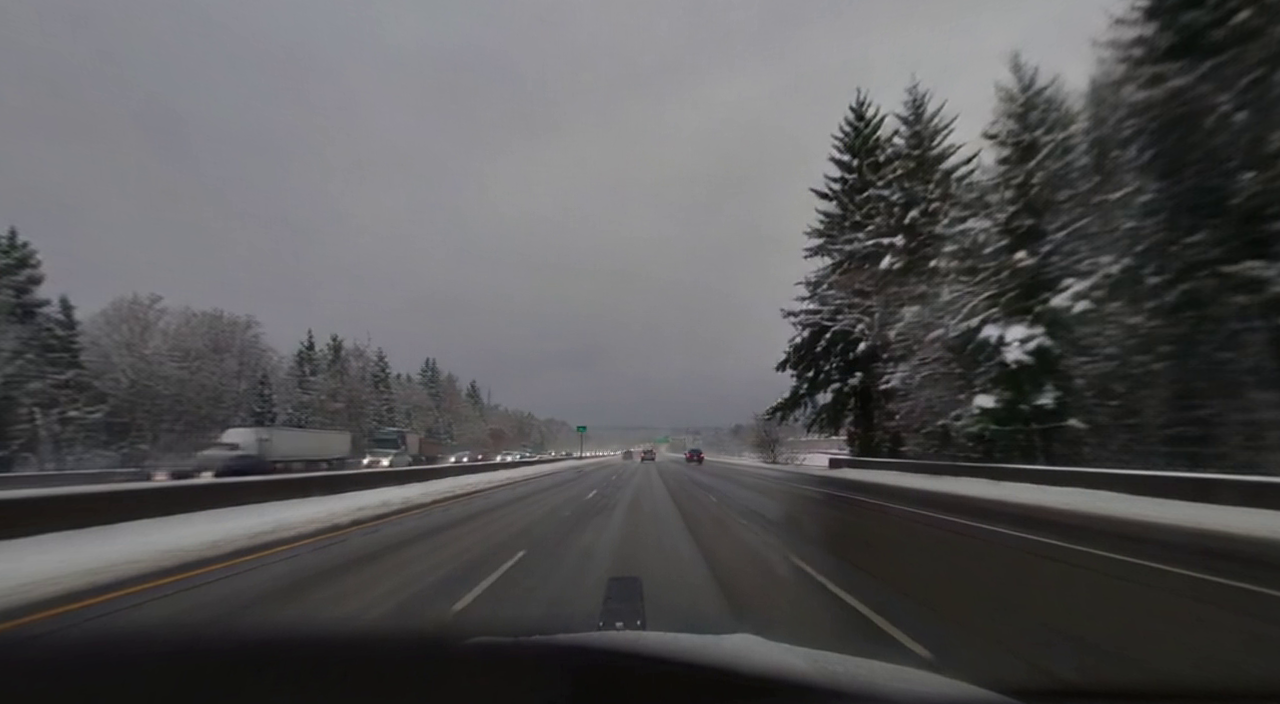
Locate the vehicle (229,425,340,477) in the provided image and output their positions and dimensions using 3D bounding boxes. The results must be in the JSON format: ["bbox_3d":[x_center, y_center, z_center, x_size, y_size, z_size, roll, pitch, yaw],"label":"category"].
[{"bbox_3d":[-19.957,5.639,35.837,2.556,2.662,6.115,-1,-9,2],"label":"vehicle"}]

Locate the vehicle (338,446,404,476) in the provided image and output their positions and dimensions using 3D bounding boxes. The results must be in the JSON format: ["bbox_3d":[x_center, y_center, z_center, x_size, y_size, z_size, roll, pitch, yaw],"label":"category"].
[{"bbox_3d":[-15.729,6.392,37.121,1.881,1.593,4.370,0,-9,1],"label":"vehicle"}]

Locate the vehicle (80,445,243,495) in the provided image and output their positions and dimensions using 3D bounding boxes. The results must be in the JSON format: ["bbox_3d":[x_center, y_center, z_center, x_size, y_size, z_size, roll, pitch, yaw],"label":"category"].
[{"bbox_3d":[-16.280,4.028,21.848,1.903,1.504,4.720,-1,-9,1],"label":"vehicle"}]
